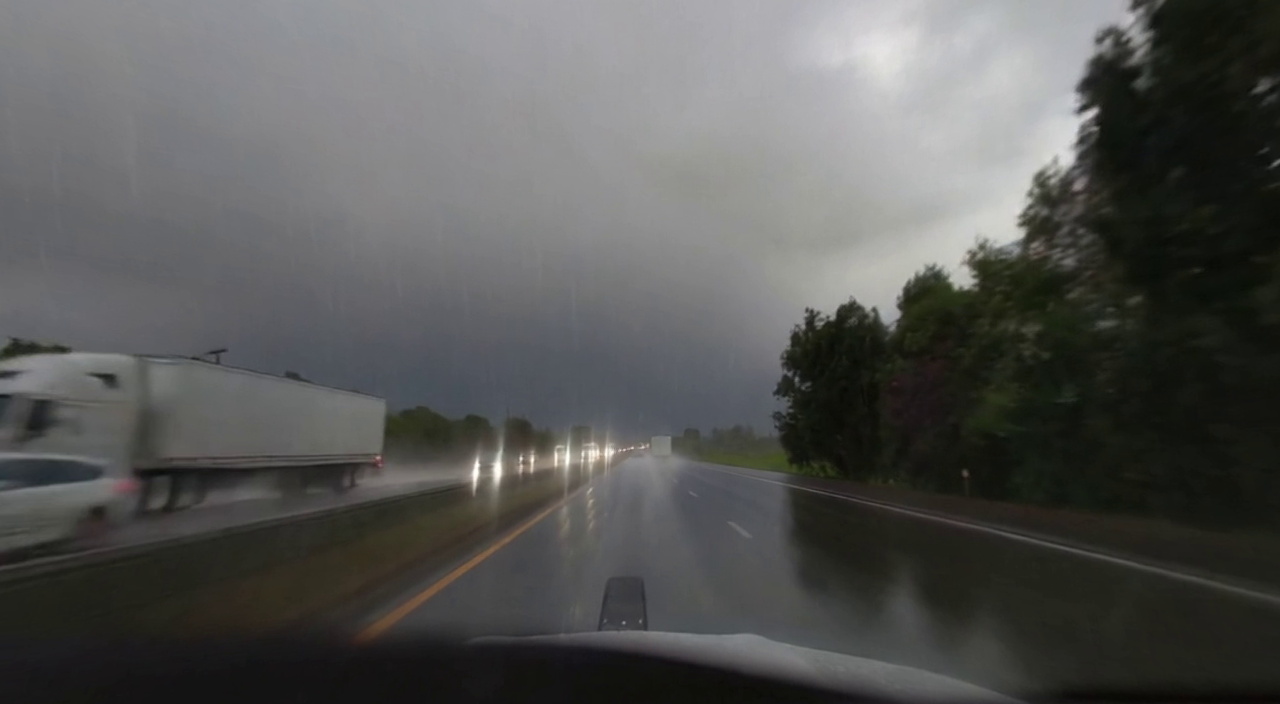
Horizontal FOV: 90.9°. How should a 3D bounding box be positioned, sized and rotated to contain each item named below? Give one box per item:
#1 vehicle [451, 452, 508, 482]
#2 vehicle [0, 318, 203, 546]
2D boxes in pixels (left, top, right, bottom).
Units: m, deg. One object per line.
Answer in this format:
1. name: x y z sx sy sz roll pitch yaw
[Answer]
1. vehicle: -8.738 6.295 34.670 1.897 1.485 4.446 0 -9 0
2. vehicle: -12.926 1.747 13.320 2.979 4.027 5.788 0 -9 0
